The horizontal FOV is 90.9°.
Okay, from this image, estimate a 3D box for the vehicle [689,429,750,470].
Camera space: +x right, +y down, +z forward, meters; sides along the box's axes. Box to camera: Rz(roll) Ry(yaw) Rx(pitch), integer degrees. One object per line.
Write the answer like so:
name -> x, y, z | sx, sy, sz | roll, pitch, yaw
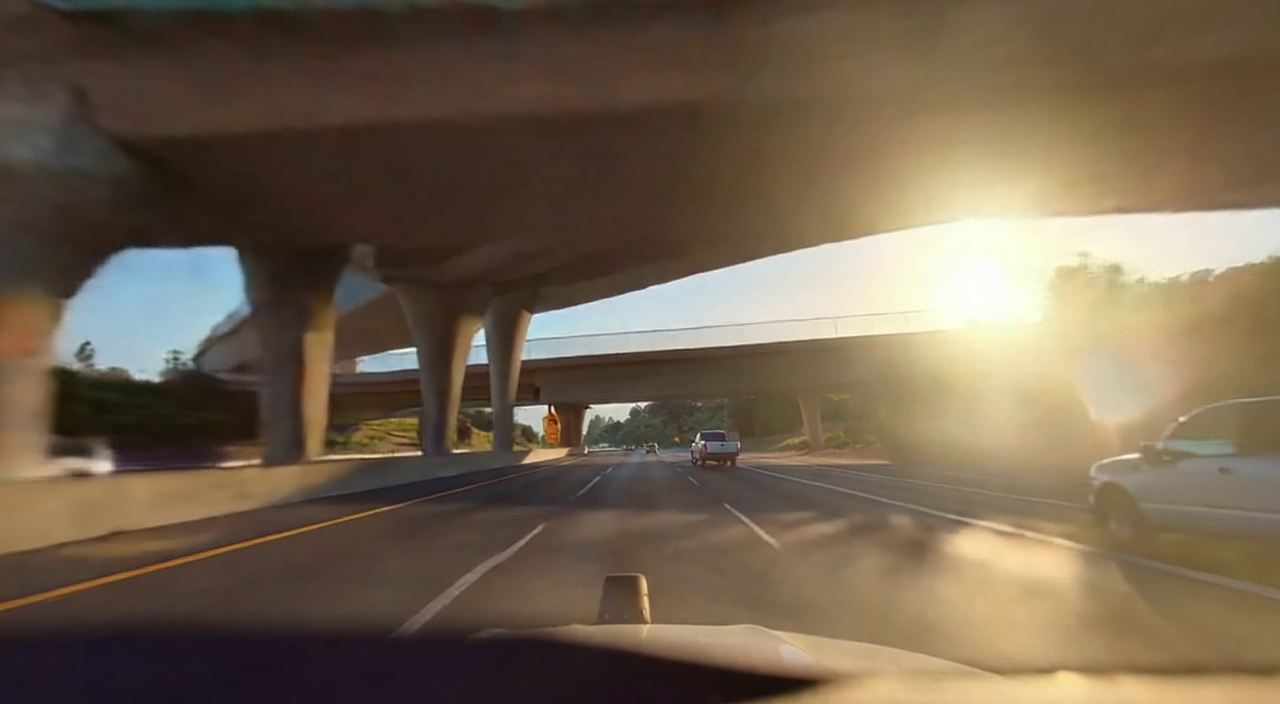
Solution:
vehicle -> 4.144, 5.251, 33.945 | 2.505, 2.020, 5.532 | 0, -9, -1
